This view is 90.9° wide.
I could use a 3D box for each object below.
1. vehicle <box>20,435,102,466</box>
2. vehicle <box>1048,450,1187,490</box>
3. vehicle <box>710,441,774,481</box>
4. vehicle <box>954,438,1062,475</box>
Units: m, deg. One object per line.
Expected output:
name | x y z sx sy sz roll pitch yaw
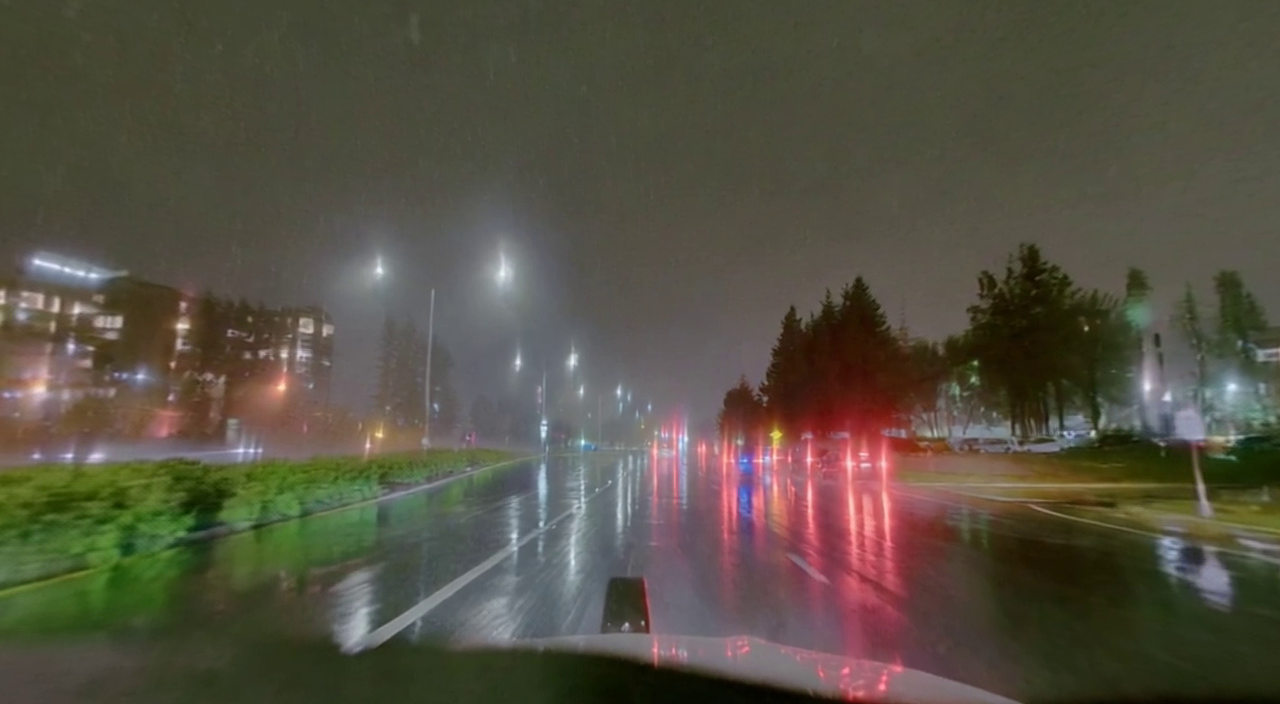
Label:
vehicle | -42.012 7.151 45.891 2.142 2.071 5.381 3 -9 -17
vehicle | 19.449 4.778 25.905 1.696 1.398 4.190 3 -9 -21
vehicle | 4.184 4.539 26.483 1.981 1.499 4.536 0 -9 1
vehicle | 22.045 6.209 37.788 5.456 1.919 2.222 0 -8 -14
